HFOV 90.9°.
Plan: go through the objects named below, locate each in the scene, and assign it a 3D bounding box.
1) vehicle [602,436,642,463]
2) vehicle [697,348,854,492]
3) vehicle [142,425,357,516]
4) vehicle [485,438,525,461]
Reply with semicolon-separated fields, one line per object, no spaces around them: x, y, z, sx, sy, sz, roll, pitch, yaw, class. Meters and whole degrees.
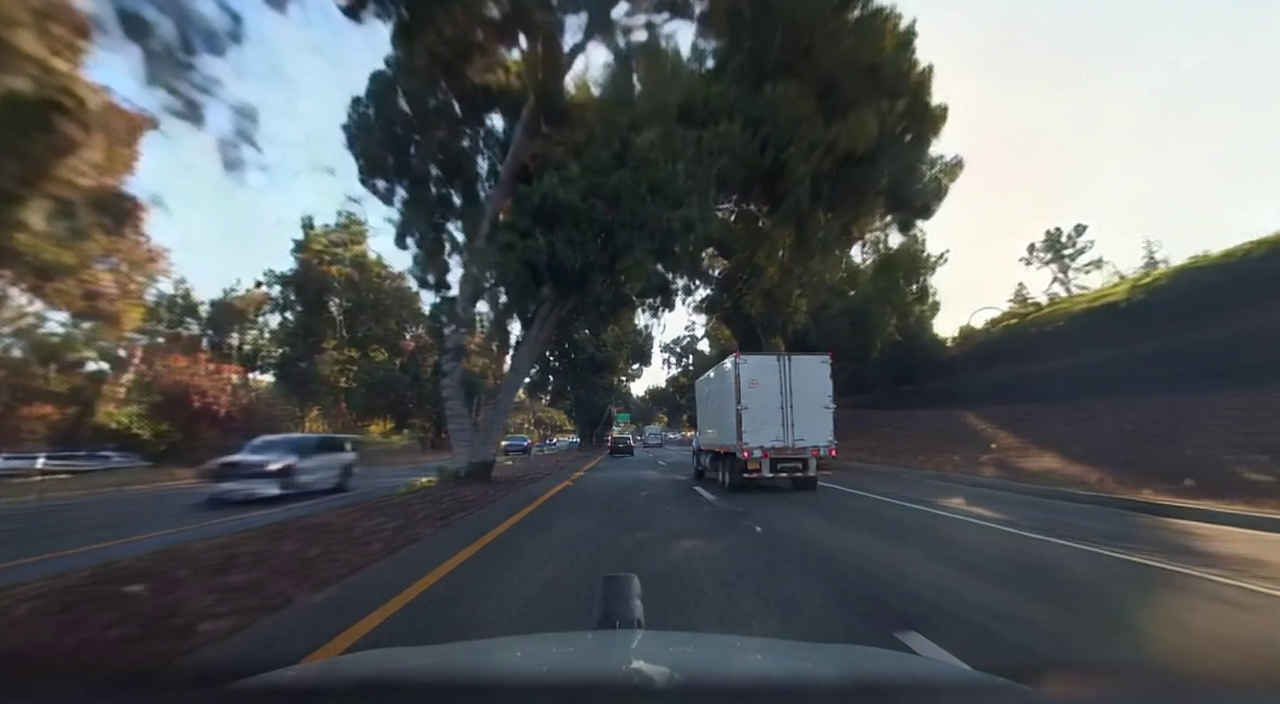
-1.024;5.734;37.244;2.259;1.466;3.693;0;-8;-1;vehicle
3.695;2.198;19.644;2.921;3.526;8.207;0;-8;-1;vehicle
-8.765;2.655;14.824;2.035;1.768;4.740;0;-8;-1;vehicle
-10.163;7.355;47.832;1.990;1.588;4.607;0;-8;0;vehicle
